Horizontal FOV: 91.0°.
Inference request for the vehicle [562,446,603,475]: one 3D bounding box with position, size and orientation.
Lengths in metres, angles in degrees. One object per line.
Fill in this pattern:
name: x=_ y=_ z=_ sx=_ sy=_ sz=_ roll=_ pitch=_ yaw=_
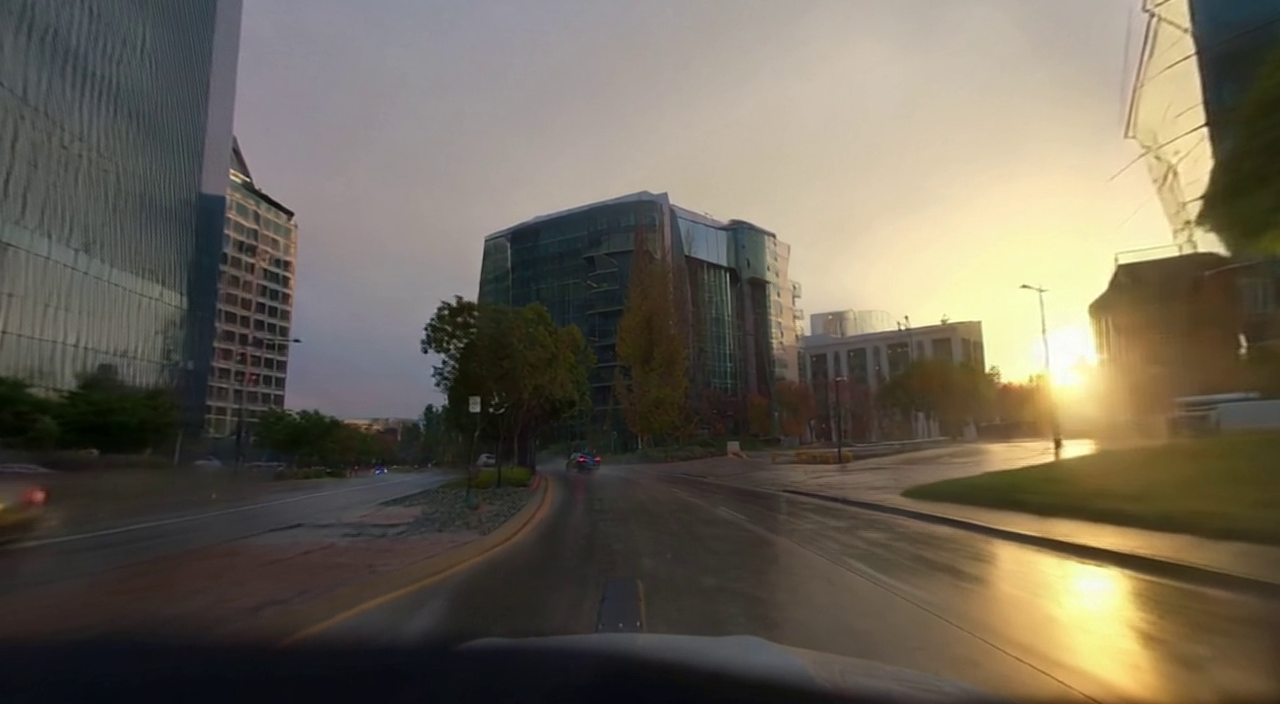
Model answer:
vehicle: x=-3.890 y=7.229 z=42.118 sx=2.129 sy=1.816 sz=4.851 roll=2 pitch=-9 yaw=-12
